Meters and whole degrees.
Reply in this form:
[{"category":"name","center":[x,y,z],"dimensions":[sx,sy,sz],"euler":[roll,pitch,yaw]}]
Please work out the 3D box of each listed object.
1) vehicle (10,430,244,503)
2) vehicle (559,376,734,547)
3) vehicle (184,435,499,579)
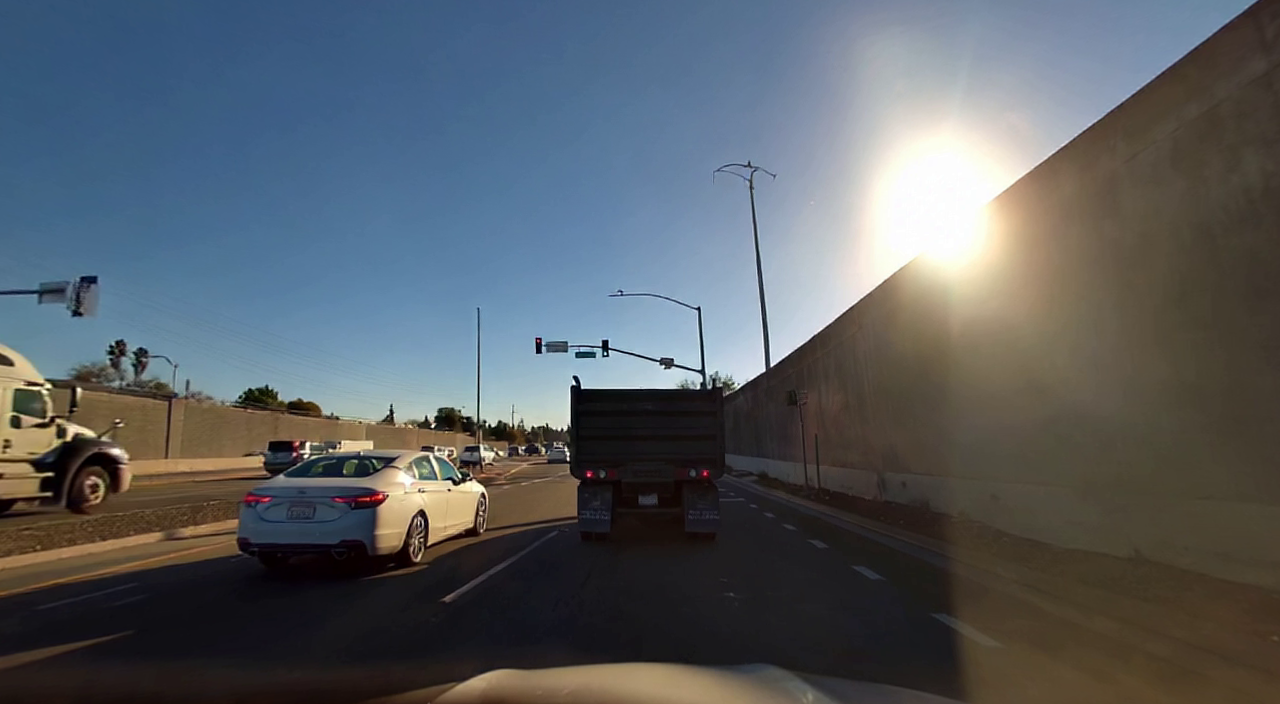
[{"category":"vehicle","center":[-16.984,3.821,21.616],"dimensions":[2.475,2.090,6.394],"euler":[-1,-8,2]},{"category":"vehicle","center":[0.109,1.878,11.302],"dimensions":[2.355,2.305,5.336],"euler":[0,-8,0]},{"category":"vehicle","center":[-3.672,1.983,9.091],"dimensions":[2.019,1.480,4.966],"euler":[0,-8,1]}]
